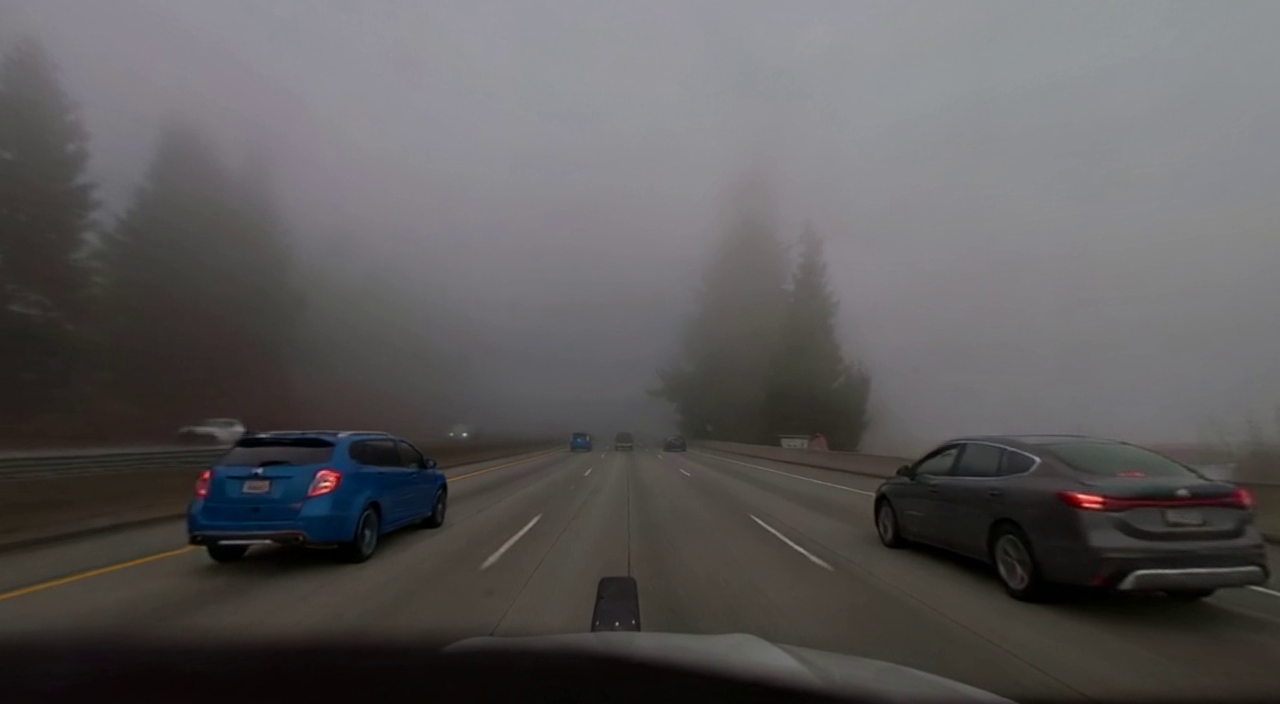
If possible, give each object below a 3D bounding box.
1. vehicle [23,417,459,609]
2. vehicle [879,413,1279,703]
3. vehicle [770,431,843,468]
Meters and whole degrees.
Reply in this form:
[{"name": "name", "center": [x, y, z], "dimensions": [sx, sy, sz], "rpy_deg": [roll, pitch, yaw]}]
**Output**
[{"name": "vehicle", "center": [-3.929, 1.628, 7.581], "dimensions": [2.032, 1.535, 4.889], "rpy_deg": [0, -8, 0]}, {"name": "vehicle", "center": [3.724, 1.350, 5.238], "dimensions": [1.883, 1.536, 3.792], "rpy_deg": [0, -8, -2]}, {"name": "vehicle", "center": [8.080, 4.772, 31.088], "dimensions": [2.156, 1.679, 4.492], "rpy_deg": [0, -8, -3]}]
